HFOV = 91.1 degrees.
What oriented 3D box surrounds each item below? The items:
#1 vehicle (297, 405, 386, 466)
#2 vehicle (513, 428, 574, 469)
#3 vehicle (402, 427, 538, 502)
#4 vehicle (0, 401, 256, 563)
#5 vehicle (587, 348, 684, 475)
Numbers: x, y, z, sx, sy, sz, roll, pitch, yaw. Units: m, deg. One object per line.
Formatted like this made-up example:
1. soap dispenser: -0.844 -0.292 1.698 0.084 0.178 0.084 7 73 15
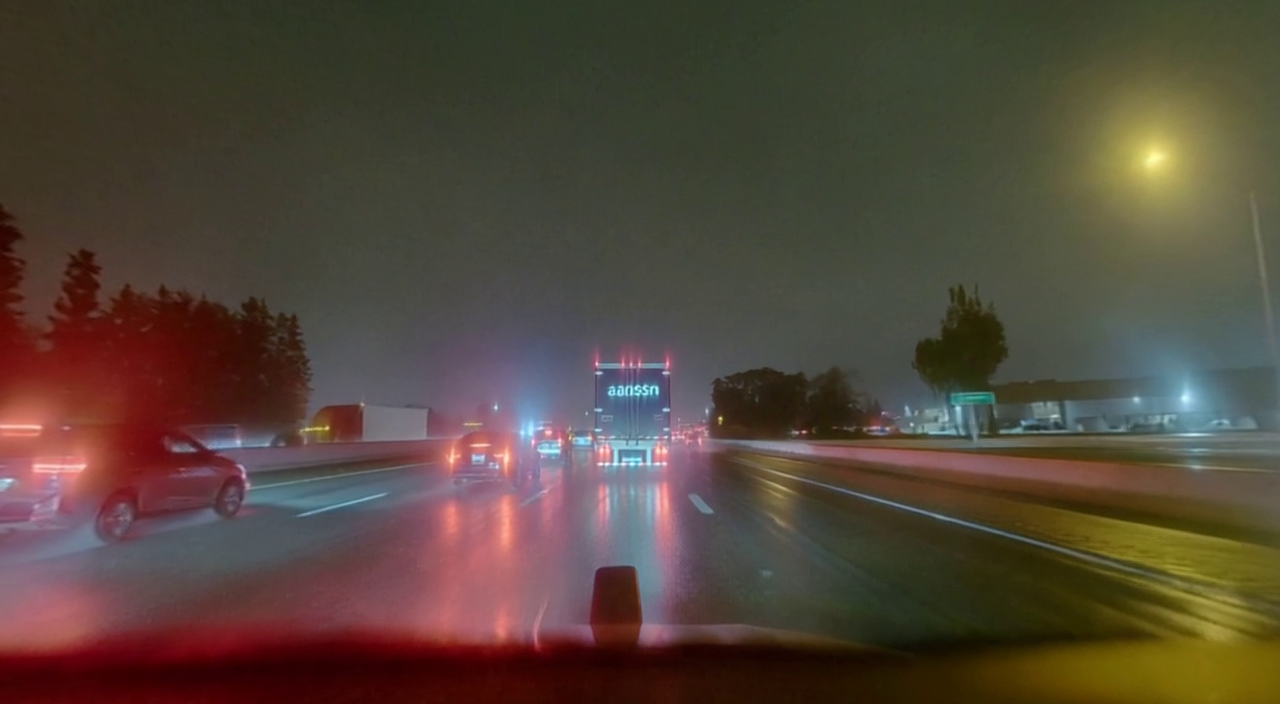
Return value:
1. vehicle: -22.005 6.220 46.845 3.113 4.229 6.375 0 -8 3
2. vehicle: -4.074 4.122 27.100 1.946 1.599 4.073 0 -8 0
3. vehicle: -3.838 2.601 15.048 1.964 1.507 4.361 0 -8 1
4. vehicle: -7.777 1.663 8.814 1.998 1.698 4.461 0 -8 -1
5. vehicle: -0.301 2.679 26.287 3.171 4.204 11.036 0 -8 -2
